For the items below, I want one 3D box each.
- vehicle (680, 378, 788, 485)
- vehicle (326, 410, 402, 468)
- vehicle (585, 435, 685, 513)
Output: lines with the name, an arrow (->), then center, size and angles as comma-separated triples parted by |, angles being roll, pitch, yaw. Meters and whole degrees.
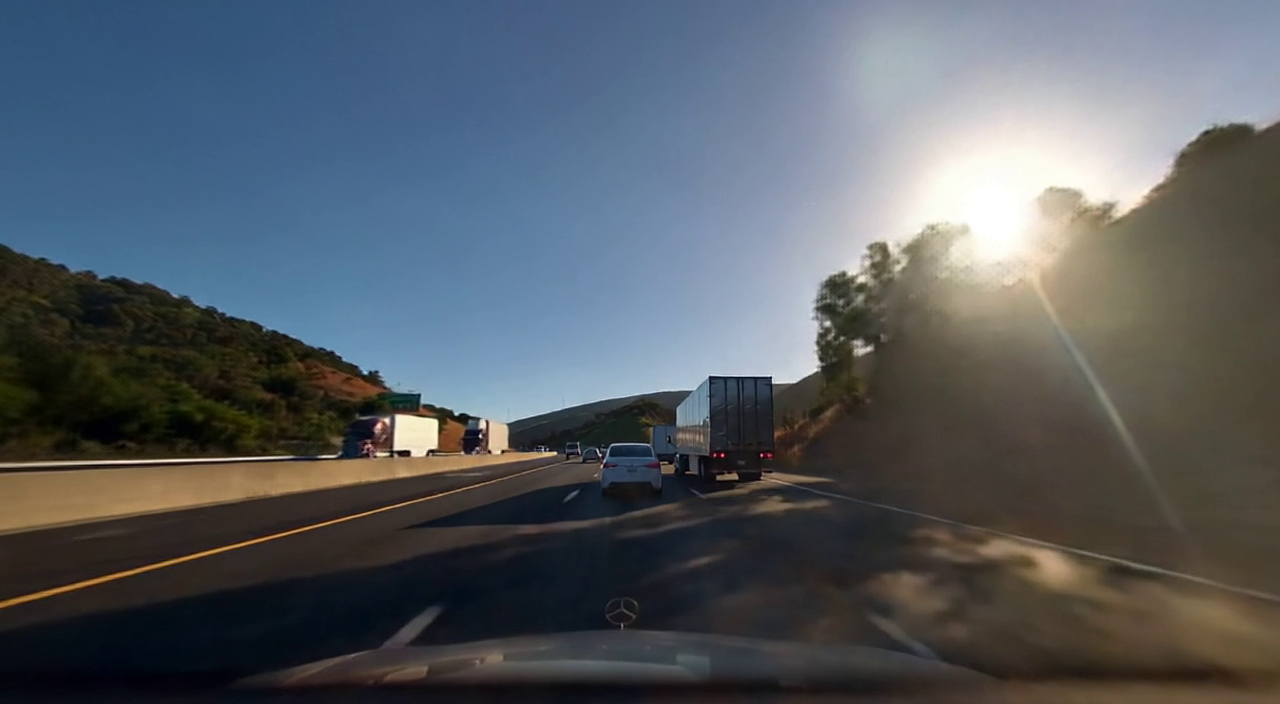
vehicle -> 3.971, 4.084, 30.833 | 2.812, 4.024, 14.098 | 0, -9, -1
vehicle -> -20.202, 6.482, 46.622 | 2.977, 3.953, 5.858 | 0, -9, -1
vehicle -> -0.122, 2.878, 15.266 | 2.109, 1.639, 3.768 | 0, -9, -1
